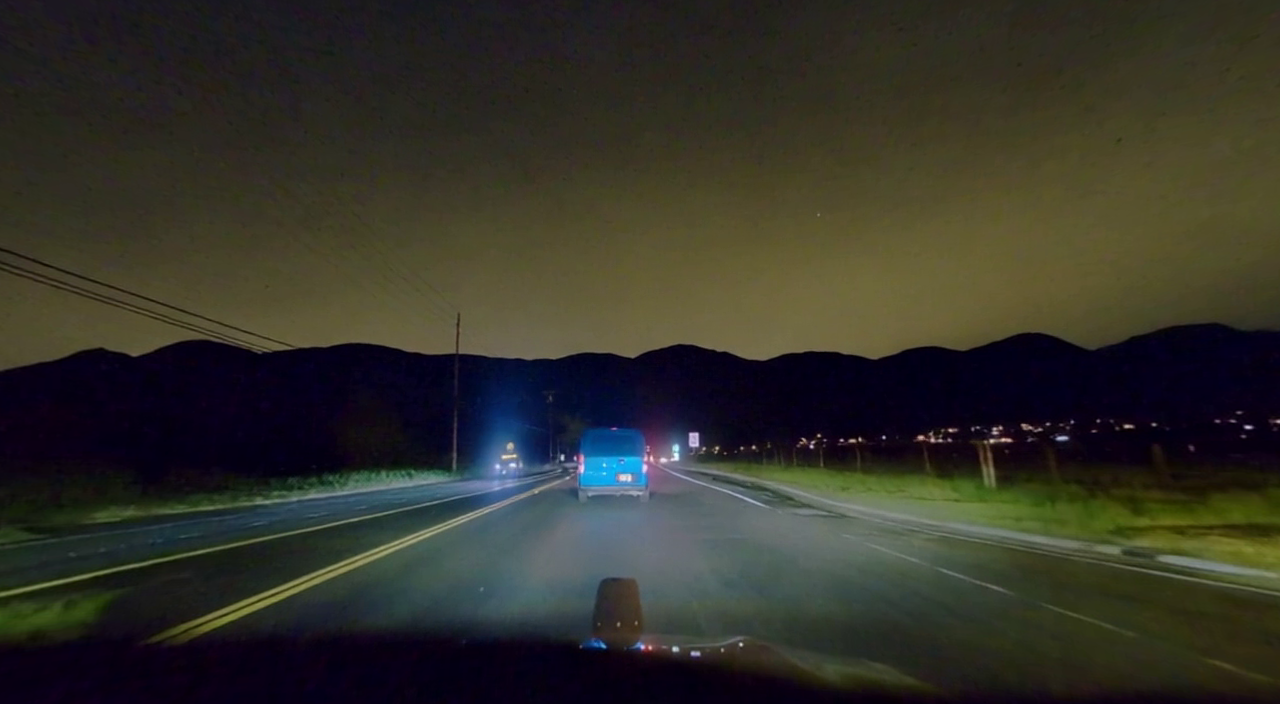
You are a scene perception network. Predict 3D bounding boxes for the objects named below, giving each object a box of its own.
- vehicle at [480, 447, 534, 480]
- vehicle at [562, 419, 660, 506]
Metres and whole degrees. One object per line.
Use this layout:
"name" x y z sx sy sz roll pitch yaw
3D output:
"vehicle" -8.521 7.170 40.852 2.089 1.946 4.979 -1 -8 4
"vehicle" -0.796 3.103 18.066 2.454 2.144 4.535 0 -8 -2
